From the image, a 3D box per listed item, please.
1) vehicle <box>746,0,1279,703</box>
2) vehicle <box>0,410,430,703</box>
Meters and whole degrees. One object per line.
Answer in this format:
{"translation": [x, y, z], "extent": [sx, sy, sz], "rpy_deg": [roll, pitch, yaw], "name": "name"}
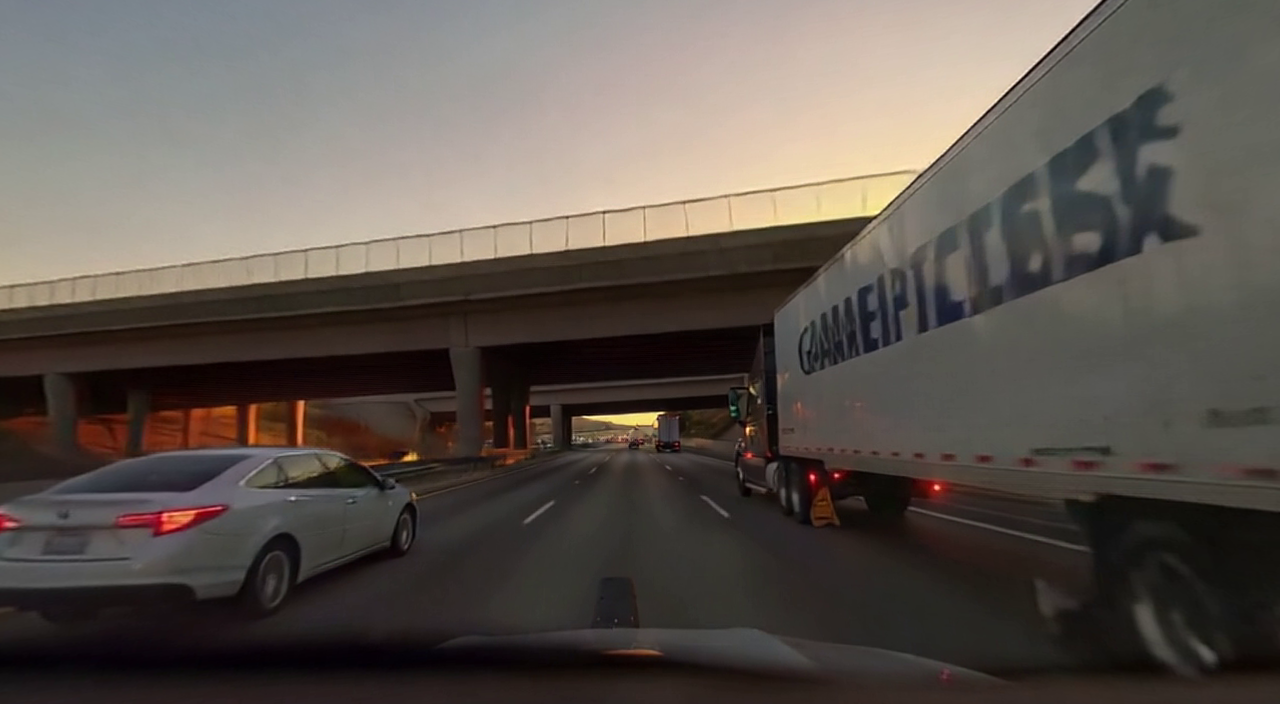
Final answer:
{"translation": [4.265, 0.392, 7.861], "extent": [2.976, 4.064, 14.619], "rpy_deg": [0, -8, -1], "name": "vehicle"}
{"translation": [-3.487, 1.365, 5.392], "extent": [1.990, 1.520, 4.100], "rpy_deg": [0, -8, 0], "name": "vehicle"}
